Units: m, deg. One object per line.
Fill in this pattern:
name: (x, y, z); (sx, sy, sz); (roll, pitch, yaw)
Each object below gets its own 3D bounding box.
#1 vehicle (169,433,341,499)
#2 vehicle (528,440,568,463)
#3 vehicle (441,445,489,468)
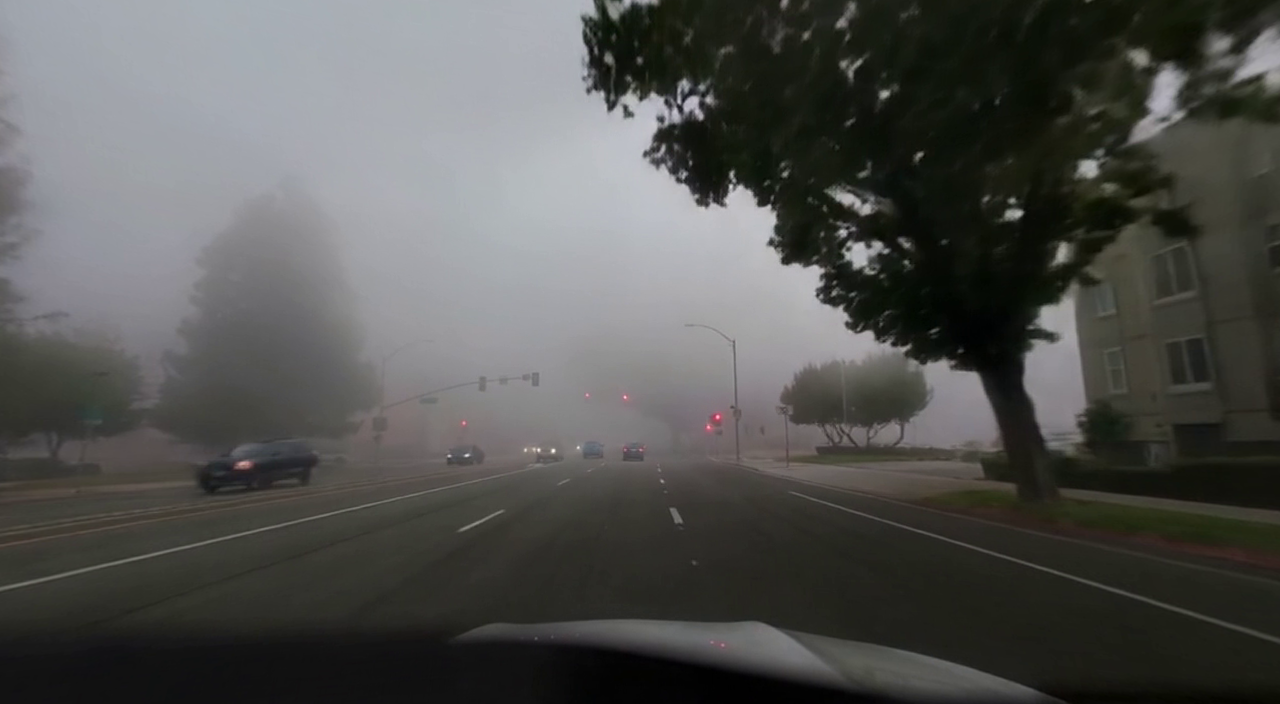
vehicle: (-11.976, 3.575, 20.252); (2.184, 1.812, 5.245); (0, -9, 0)
vehicle: (-7.200, 7.832, 49.806); (2.262, 1.708, 4.466); (-1, -9, 2)
vehicle: (-11.936, 7.148, 43.438); (1.987, 1.445, 4.482); (0, -9, 1)
